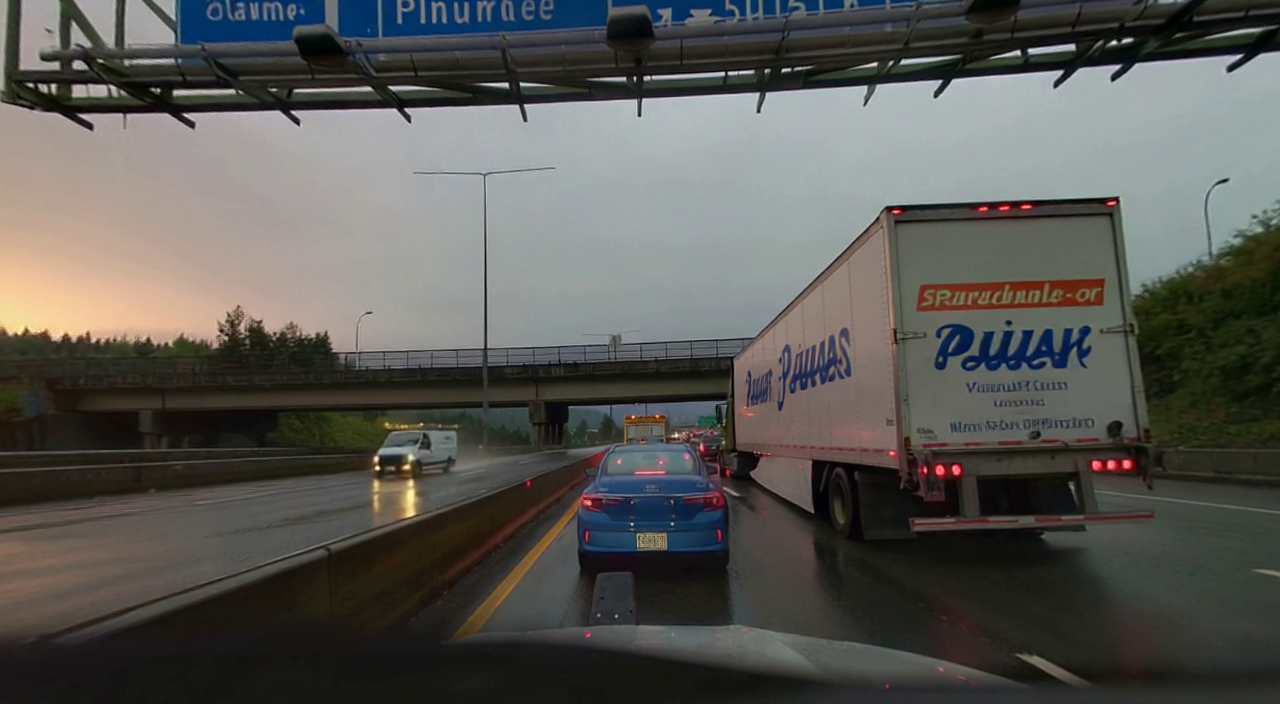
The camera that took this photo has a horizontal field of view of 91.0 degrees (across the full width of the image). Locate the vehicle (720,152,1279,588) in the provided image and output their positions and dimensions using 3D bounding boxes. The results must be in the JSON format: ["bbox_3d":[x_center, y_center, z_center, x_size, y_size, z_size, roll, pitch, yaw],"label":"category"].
[{"bbox_3d":[4.198,1.062,12.966,2.827,4.081,14.305,0,-8,-1],"label":"vehicle"}]

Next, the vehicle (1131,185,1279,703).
[{"bbox_3d":[4.734,0.112,0.654,2.892,2.615,6.650,0,-8,-2],"label":"vehicle"}]

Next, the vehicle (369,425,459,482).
[{"bbox_3d":[-12.302,5.540,34.897,2.524,2.800,6.564,-1,-8,0],"label":"vehicle"}]

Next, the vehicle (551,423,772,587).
[{"bbox_3d":[0.182,1.679,7.714,2.045,1.490,3.597,-1,-8,0],"label":"vehicle"}]
